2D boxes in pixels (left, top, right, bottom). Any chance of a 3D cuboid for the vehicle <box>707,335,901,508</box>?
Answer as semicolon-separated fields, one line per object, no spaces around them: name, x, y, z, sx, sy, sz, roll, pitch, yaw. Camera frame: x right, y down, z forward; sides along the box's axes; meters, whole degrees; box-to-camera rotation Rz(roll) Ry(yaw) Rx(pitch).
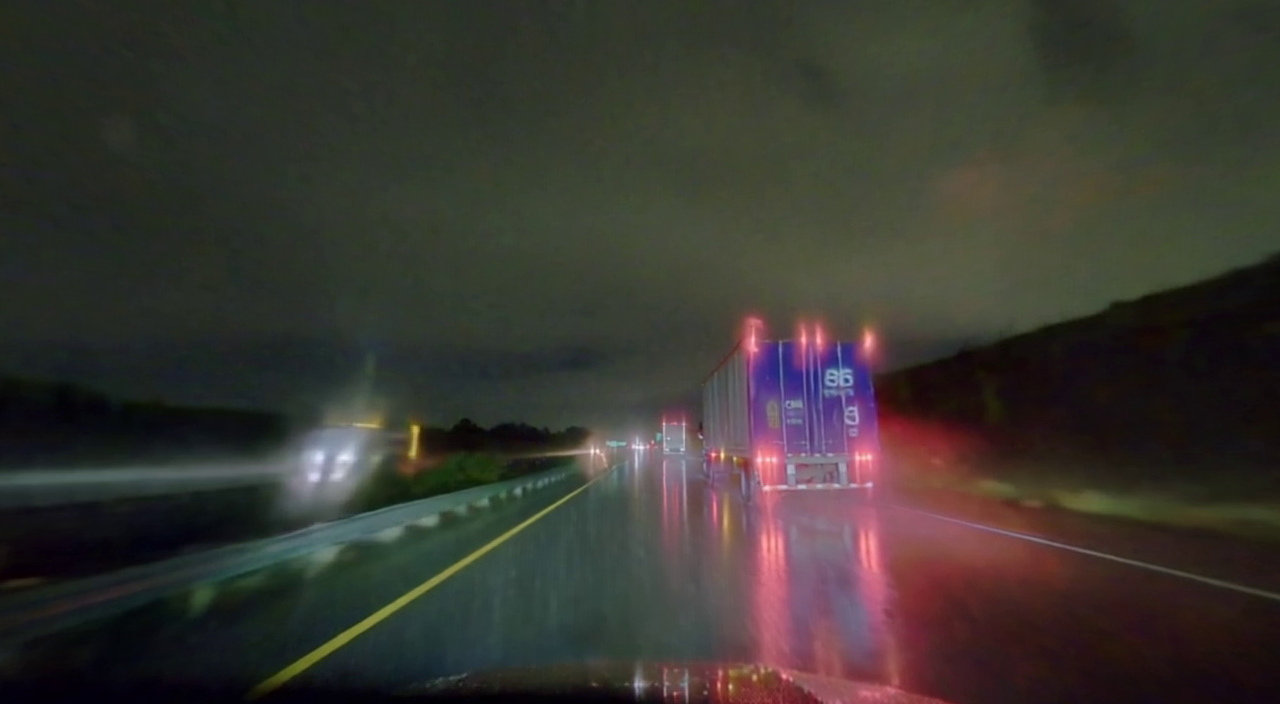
vehicle;4.044;2.257;18.686;3.107;3.718;10.231;0;-9;1

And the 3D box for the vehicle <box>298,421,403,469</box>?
vehicle;-12.530;4.120;27.743;2.066;1.908;5.294;0;-9;0
